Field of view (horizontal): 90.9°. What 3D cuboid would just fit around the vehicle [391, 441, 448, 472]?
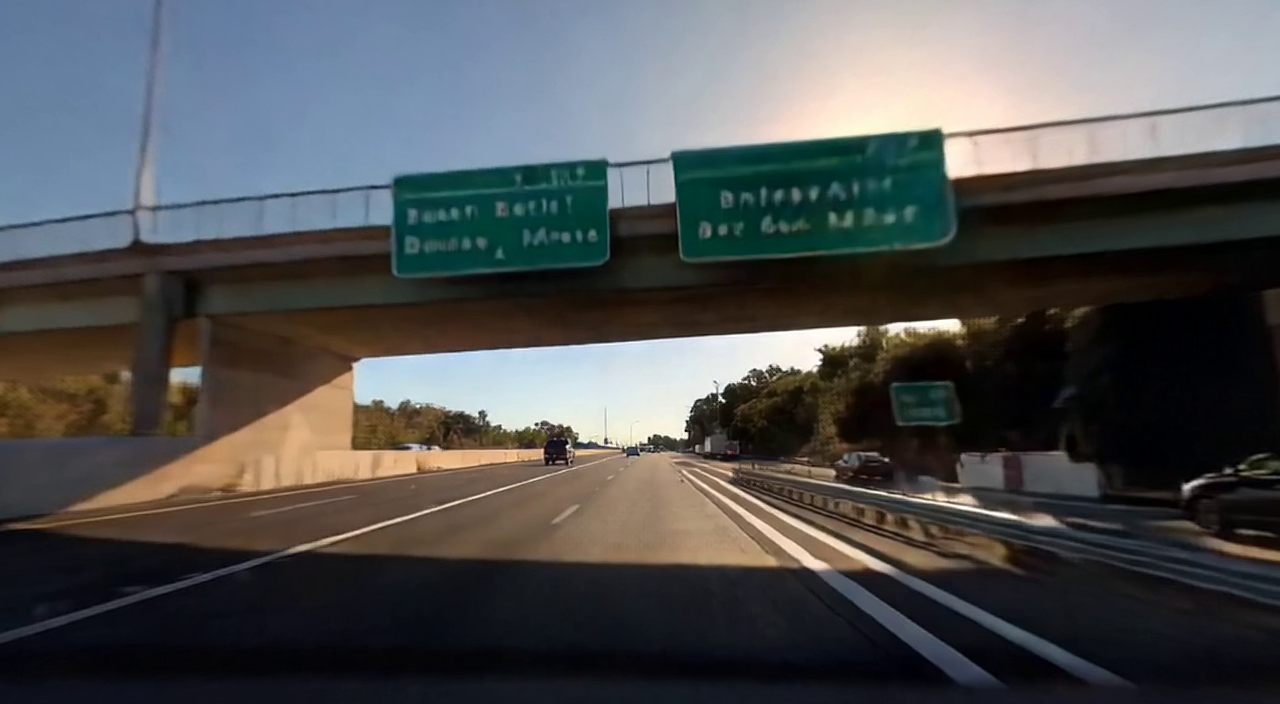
[{"bbox_3d":[-15.378,7.320,44.383,2.088,2.011,4.960,0,-8,1],"label":"vehicle"}]

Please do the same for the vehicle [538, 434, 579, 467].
[{"bbox_3d":[-6.344,7.725,49.643,2.264,2.379,5.248,0,-8,2],"label":"vehicle"}]
